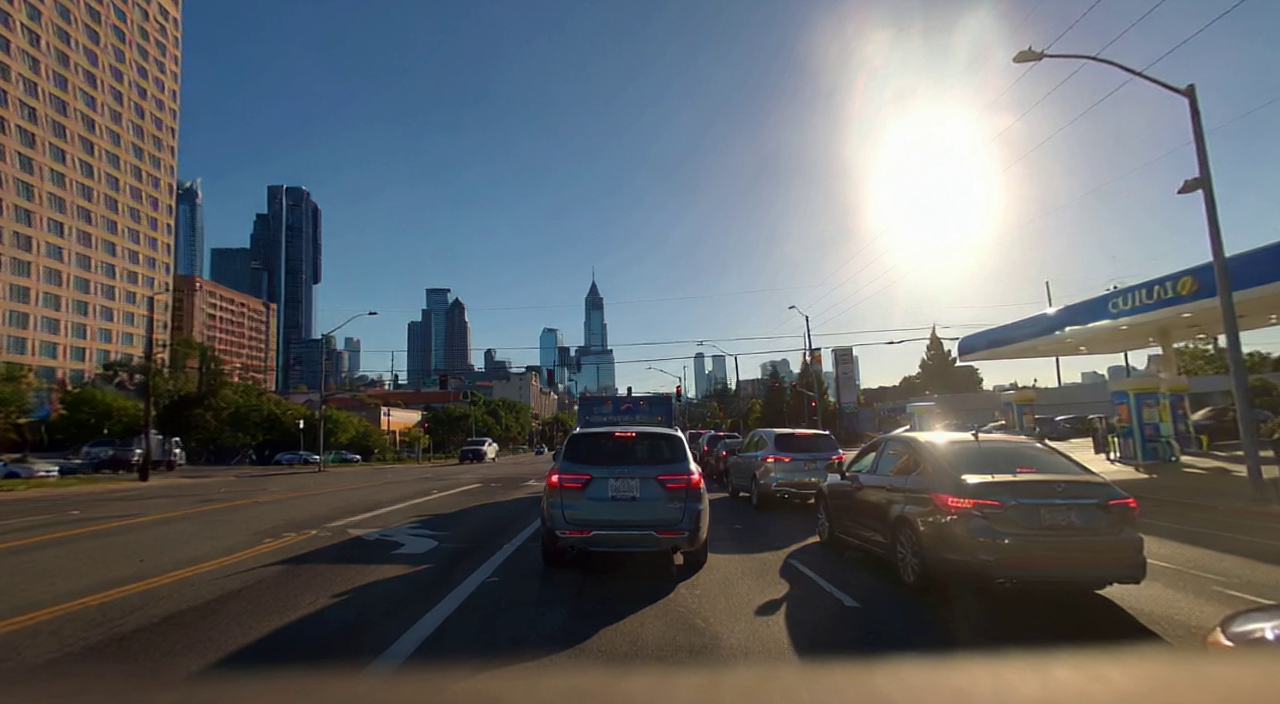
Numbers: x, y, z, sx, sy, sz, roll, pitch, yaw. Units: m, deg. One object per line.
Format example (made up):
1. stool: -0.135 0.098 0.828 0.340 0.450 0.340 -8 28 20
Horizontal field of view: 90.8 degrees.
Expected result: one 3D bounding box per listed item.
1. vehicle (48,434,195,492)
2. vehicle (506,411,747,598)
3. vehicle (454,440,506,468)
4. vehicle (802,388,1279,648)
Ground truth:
1. vehicle: -26.960 5.774 33.293 2.571 2.711 6.027 0 -9 0
2. vehicle: -0.155 1.614 7.464 2.106 1.613 3.697 0 -9 -1
3. vehicle: -10.934 7.007 43.647 2.190 1.778 5.033 -1 -9 1
4. vehicle: 3.361 1.421 6.472 2.056 1.700 4.399 0 -9 -2
